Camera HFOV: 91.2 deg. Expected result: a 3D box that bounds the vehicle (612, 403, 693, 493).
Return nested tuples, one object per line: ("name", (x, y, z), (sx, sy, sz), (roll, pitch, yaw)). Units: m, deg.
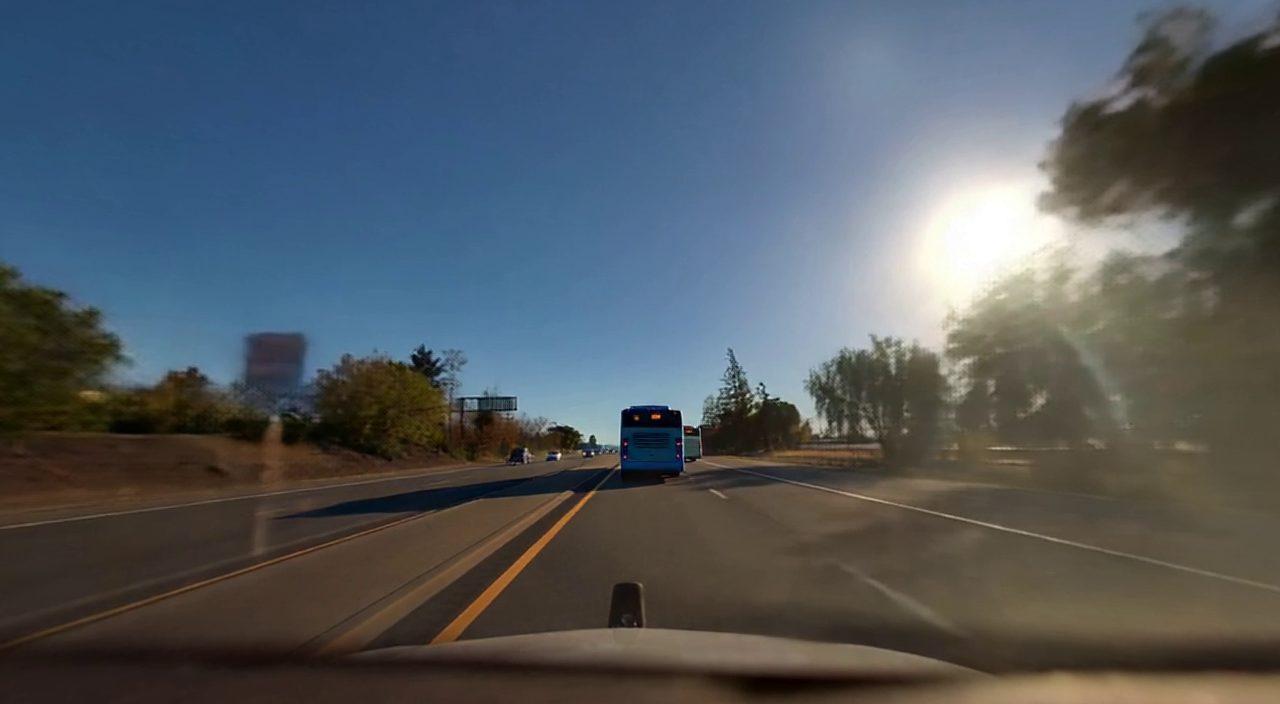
("vehicle", (0.315, 3.328, 21.802), (2.414, 2.675, 5.574), (0, -9, -1))
